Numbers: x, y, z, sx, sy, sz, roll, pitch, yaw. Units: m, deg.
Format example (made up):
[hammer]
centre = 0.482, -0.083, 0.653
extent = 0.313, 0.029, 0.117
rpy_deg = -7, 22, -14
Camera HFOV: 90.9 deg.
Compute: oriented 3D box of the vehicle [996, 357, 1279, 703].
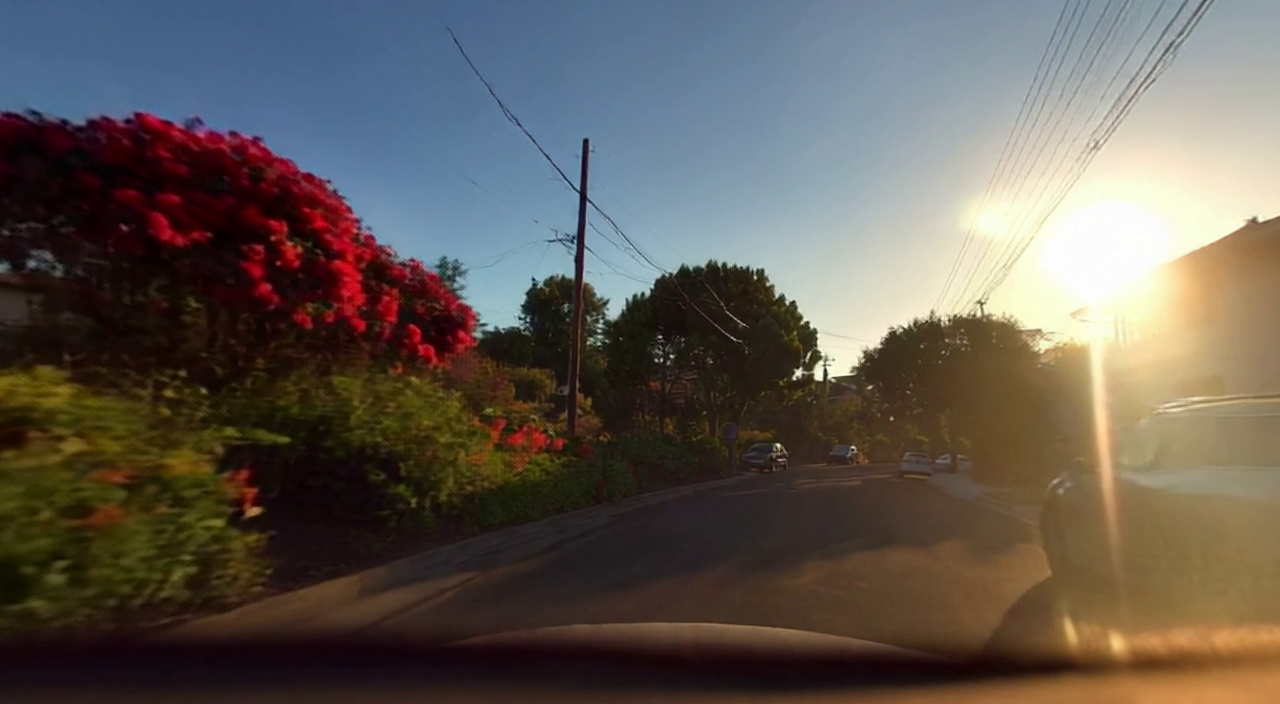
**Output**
[vehicle]
centre = 4.661, 1.174, 4.328
extent = 2.311, 1.909, 5.570
rpy_deg = -2, -9, 13
